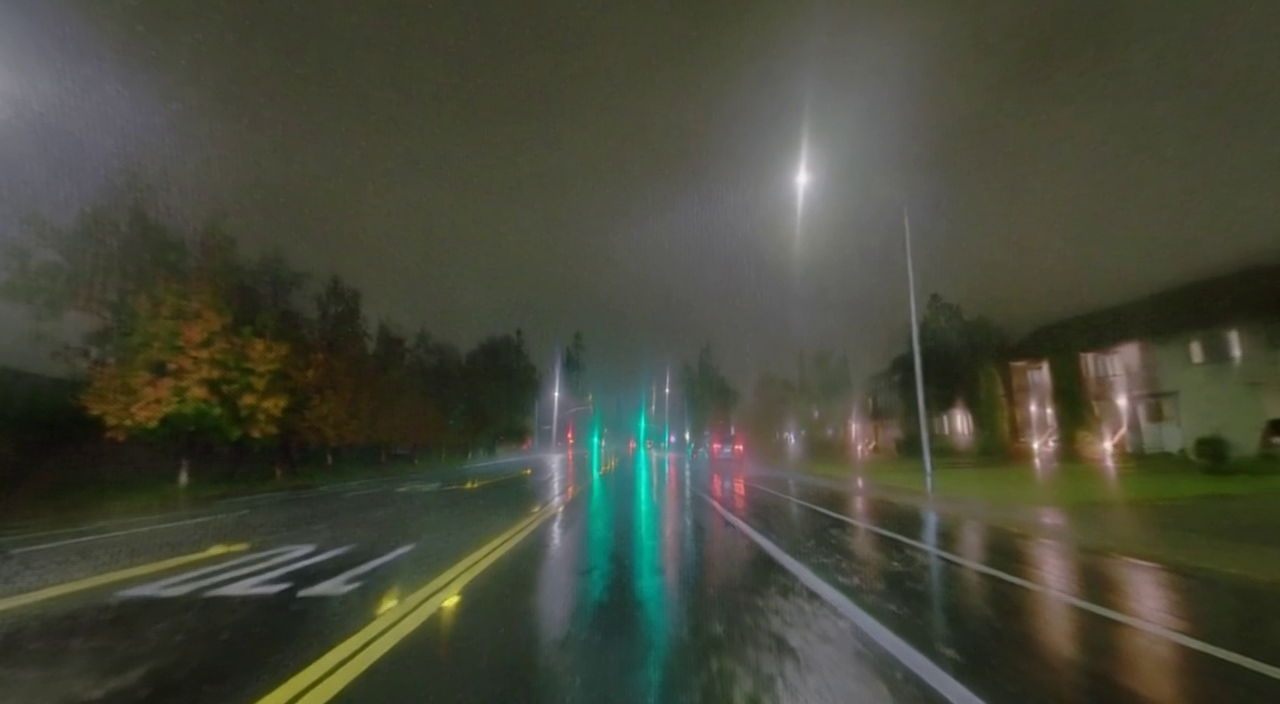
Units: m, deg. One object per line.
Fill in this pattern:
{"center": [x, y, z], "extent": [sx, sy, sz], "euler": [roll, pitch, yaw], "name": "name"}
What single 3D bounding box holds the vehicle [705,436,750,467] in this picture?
{"center": [5.380, 6.191, 39.397], "extent": [2.160, 1.800, 4.646], "euler": [0, -9, 0], "name": "vehicle"}
